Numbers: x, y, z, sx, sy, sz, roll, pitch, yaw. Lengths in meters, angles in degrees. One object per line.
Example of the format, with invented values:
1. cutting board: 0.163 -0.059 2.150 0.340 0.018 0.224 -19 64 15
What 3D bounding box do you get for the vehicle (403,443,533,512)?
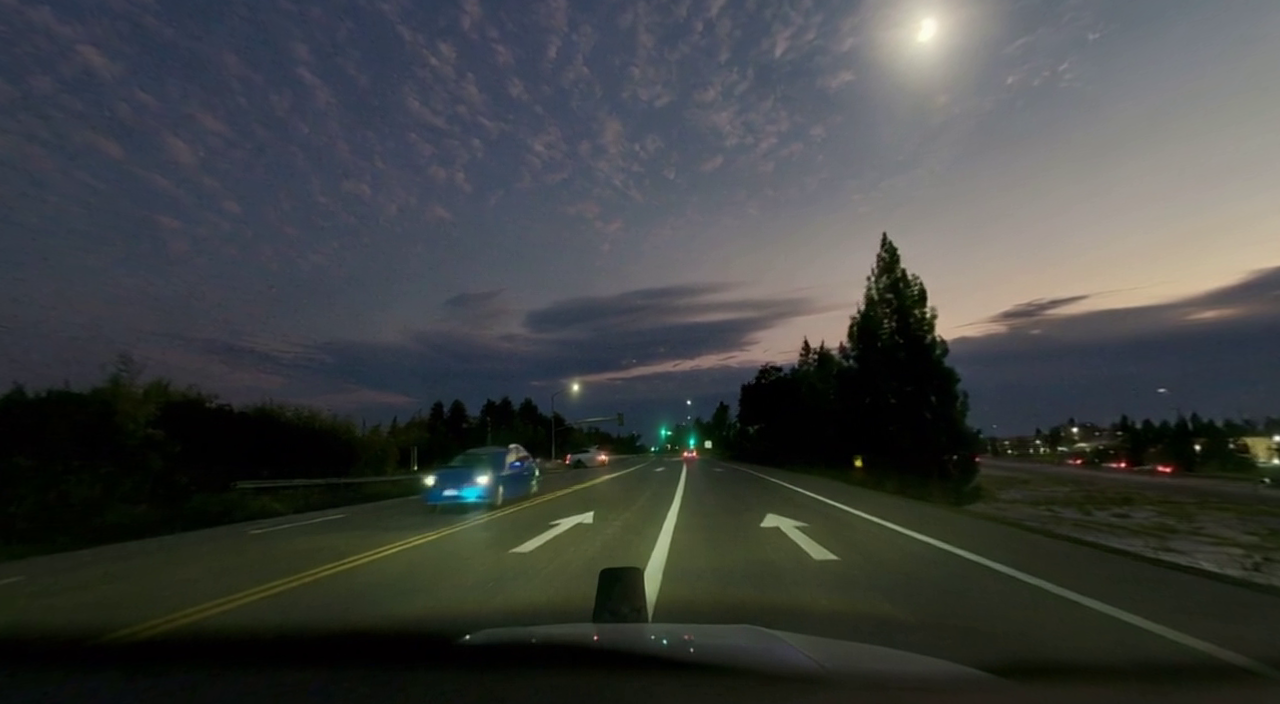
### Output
1. vehicle: -4.644 3.458 17.845 2.095 1.678 4.421 -1 -9 5
